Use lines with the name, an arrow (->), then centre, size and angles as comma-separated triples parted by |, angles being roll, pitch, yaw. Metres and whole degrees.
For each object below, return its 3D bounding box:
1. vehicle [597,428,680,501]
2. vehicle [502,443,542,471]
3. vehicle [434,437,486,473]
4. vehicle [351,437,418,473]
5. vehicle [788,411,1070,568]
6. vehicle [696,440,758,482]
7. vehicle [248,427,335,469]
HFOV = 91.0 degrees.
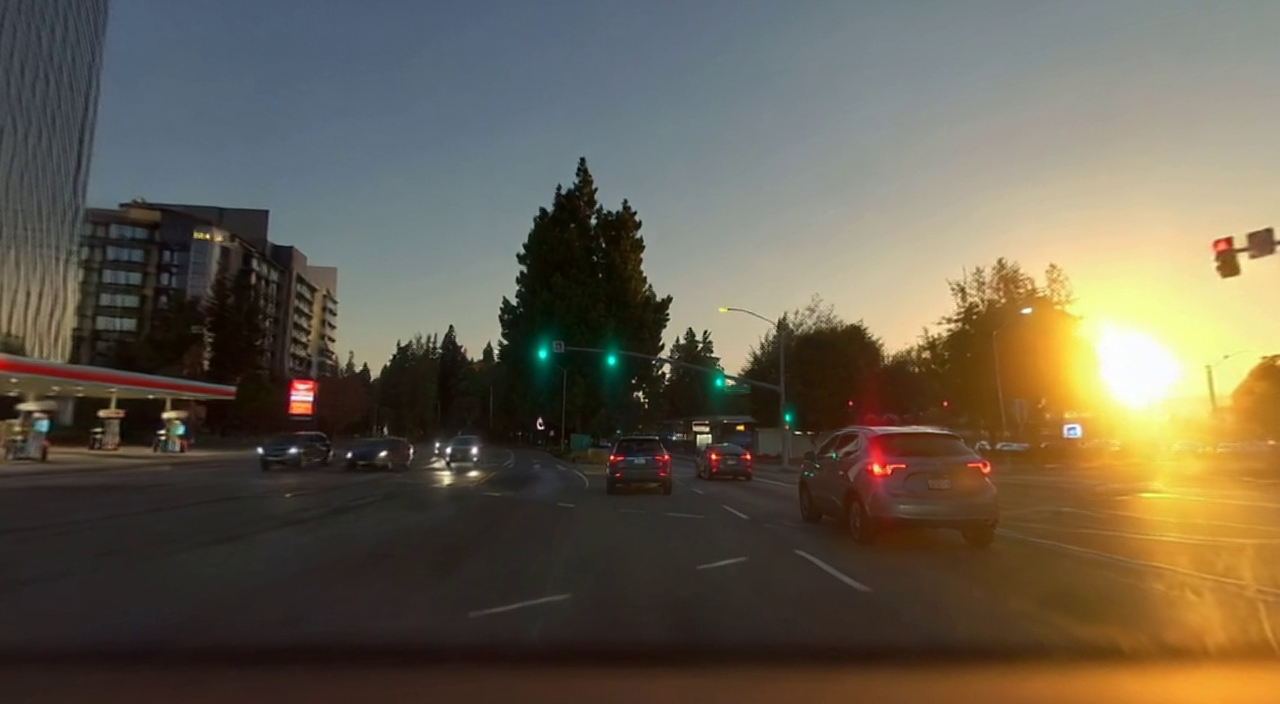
vehicle -> -0.079, 3.100, 17.803 | 2.051, 1.798, 4.168 | 0, -8, -1
vehicle -> -6.599, 5.893, 35.597 | 1.987, 1.505, 4.337 | 1, -8, -8
vehicle -> -9.463, 5.417, 33.413 | 1.992, 1.755, 4.283 | 1, -8, -7
vehicle -> -12.877, 5.208, 32.007 | 2.023, 1.671, 4.174 | 1, -8, -6
vehicle -> 3.770, 1.853, 9.261 | 2.000, 1.745, 4.206 | 0, -8, -2
vehicle -> 3.539, 4.475, 26.168 | 1.800, 1.592, 3.658 | 1, -8, -4
vehicle -> -20.008, 5.537, 36.483 | 2.460, 2.257, 5.387 | 1, -8, -7
